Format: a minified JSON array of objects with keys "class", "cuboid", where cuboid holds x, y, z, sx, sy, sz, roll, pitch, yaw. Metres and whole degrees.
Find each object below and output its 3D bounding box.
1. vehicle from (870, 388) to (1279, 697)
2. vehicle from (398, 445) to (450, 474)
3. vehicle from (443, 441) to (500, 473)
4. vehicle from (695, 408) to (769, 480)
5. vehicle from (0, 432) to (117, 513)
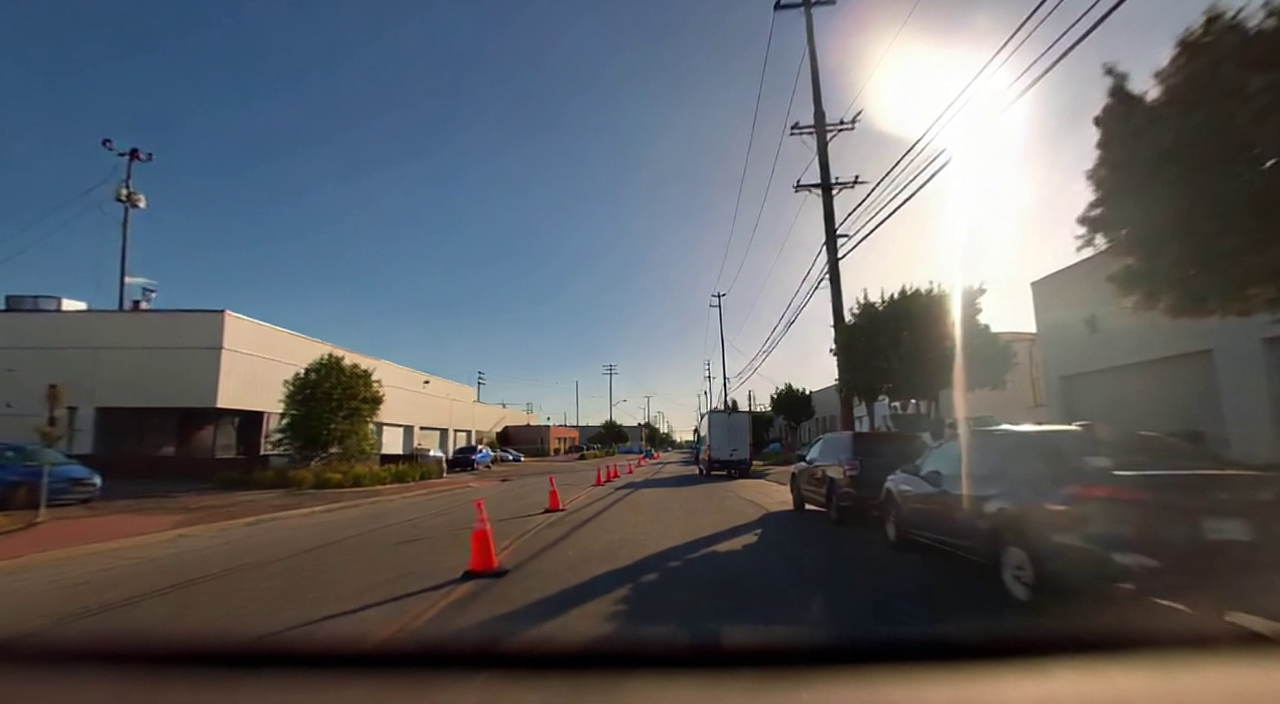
[{"class":"vehicle","cuboid":[4.164,1.416,6.047,2.115,1.702,4.978,0,-8,1]},{"class":"vehicle","cuboid":[-14.321,7.106,42.147,1.971,1.789,4.360,0,-8,-1]},{"class":"vehicle","cuboid":[-11.320,7.064,42.906,2.287,1.975,5.511,0,-8,1]},{"class":"vehicle","cuboid":[4.586,4.793,32.987,2.871,3.301,7.433,0,-8,1]},{"class":"vehicle","cuboid":[-14.937,2.768,14.449,2.085,1.748,4.558,-3,-8,-1]}]
